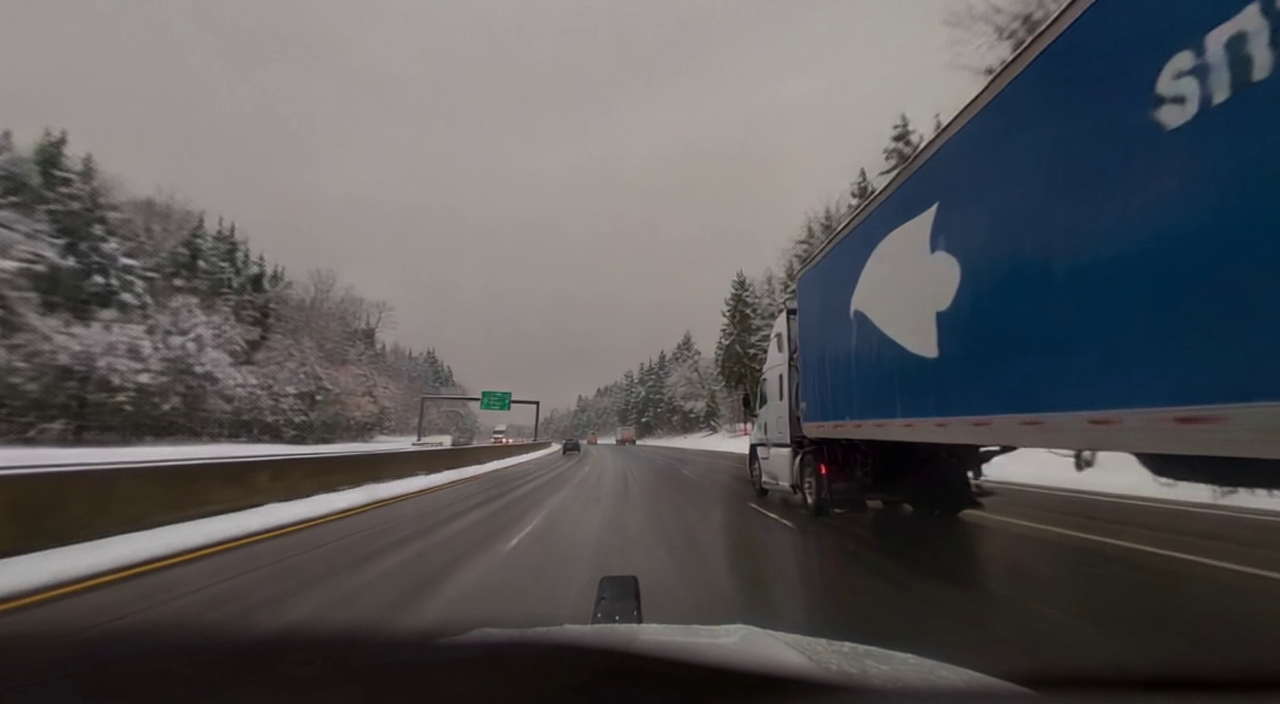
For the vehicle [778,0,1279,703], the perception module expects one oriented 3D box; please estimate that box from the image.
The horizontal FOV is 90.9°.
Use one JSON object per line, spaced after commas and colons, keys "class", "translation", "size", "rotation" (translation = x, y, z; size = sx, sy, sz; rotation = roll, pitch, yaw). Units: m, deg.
{"class": "vehicle", "translation": [4.058, -0.127, 4.169], "size": [2.910, 4.051, 14.278], "rotation": [0, -8, -1]}
